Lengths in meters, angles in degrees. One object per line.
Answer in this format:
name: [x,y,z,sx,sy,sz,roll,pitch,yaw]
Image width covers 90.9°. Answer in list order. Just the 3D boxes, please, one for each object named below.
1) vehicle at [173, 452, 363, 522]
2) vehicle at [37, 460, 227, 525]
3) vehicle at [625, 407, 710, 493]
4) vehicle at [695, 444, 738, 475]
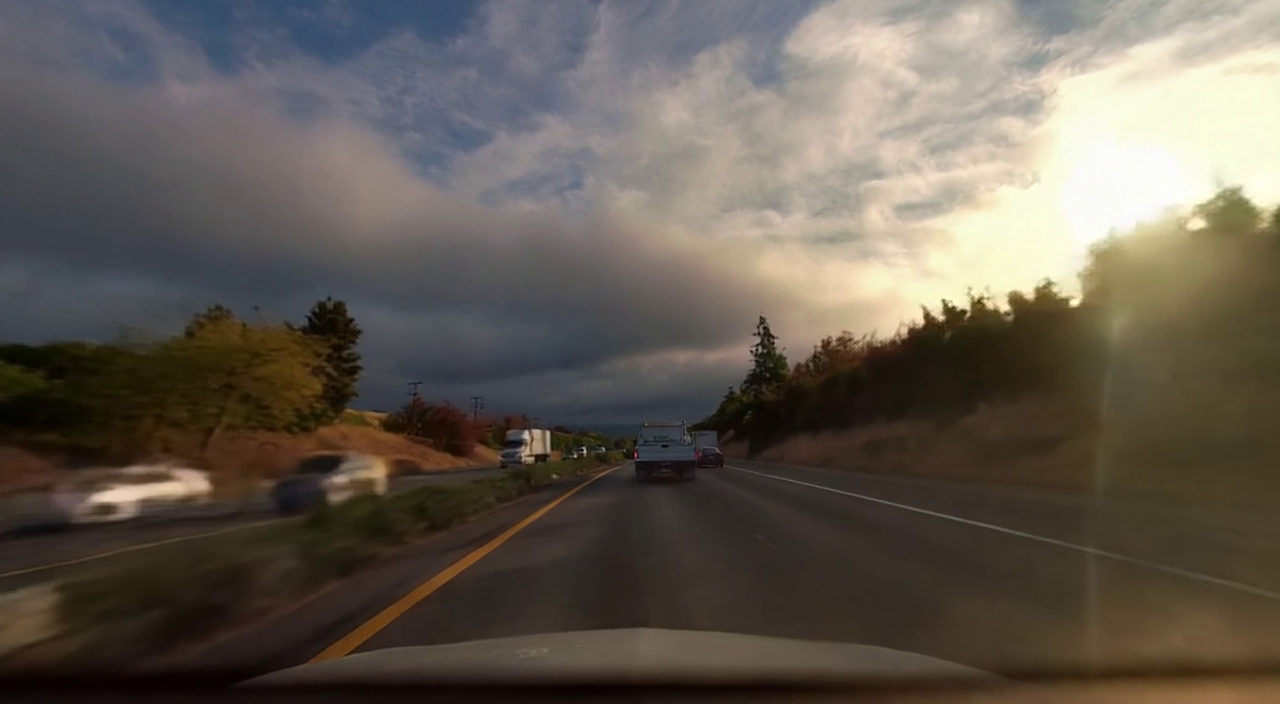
vehicle: [-9.164,3.323,16.139,2.090,1.496,4.568,0,-9,0]
vehicle: [-13.490,3.702,17.107,1.900,1.459,3.853,0,-9,0]
vehicle: [0.742,3.275,21.161,2.423,2.517,5.055,0,-9,-2]
vehicle: [3.813,5.443,32.134,1.654,1.441,4.066,0,-9,-1]
